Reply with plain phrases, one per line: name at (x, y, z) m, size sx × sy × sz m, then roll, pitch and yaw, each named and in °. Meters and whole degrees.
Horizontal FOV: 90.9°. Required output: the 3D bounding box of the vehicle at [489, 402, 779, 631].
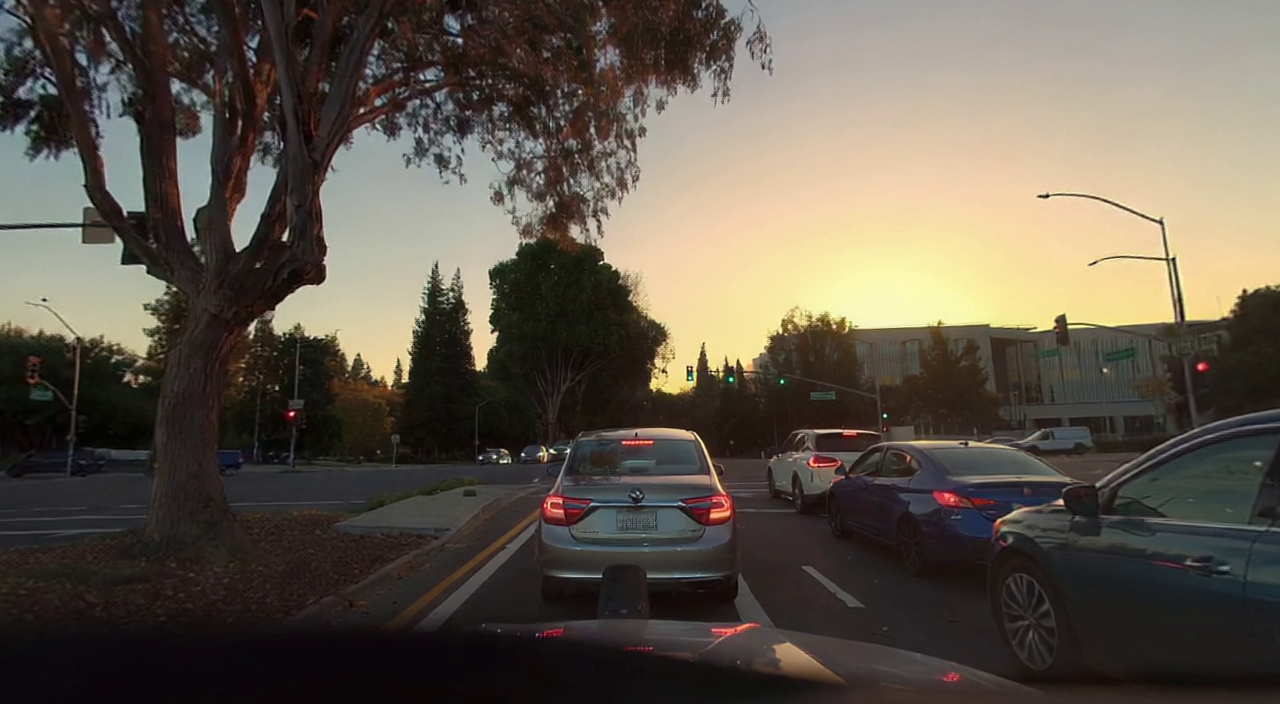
vehicle at (-0.055, 1.476, 6.511) m, size 2.074 × 1.631 × 3.793 m, roll 0°, pitch -9°, yaw 0°

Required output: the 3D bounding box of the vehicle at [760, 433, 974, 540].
vehicle at (3.664, 2.258, 11.300) m, size 2.054 × 1.482 × 4.654 m, roll 0°, pitch -9°, yaw -1°

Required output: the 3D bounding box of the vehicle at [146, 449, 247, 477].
vehicle at (-33.344, 8.301, 47.541) m, size 5.783 × 1.933 × 2.174 m, roll 8°, pitch -12°, yaw -43°

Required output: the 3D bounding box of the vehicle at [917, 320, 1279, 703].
vehicle at (3.674, 0.926, 3.441) m, size 2.162 × 1.829 × 4.519 m, roll 0°, pitch -9°, yaw -1°
